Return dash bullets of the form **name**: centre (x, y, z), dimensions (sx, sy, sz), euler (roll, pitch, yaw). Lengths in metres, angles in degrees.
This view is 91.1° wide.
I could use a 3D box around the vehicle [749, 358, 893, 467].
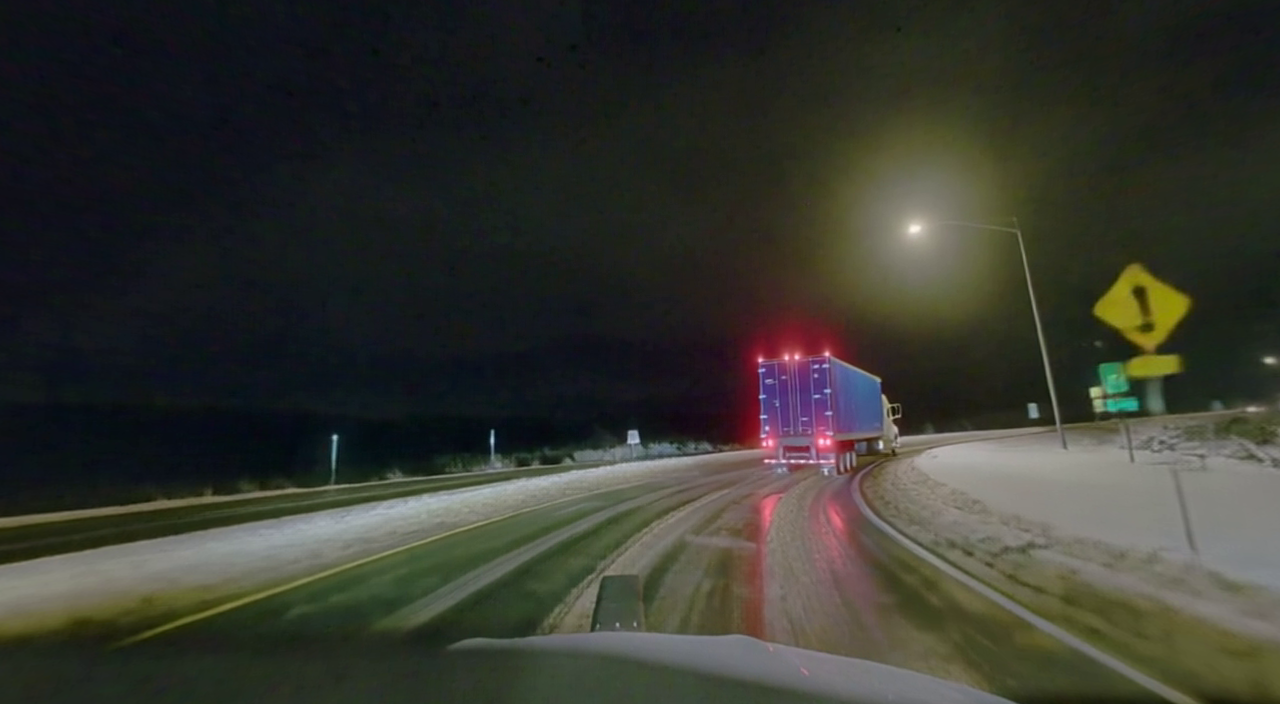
- **vehicle**: centre (8.042, 2.725, 26.543), dimensions (2.837, 3.712, 10.484), euler (-5, -9, 32)
